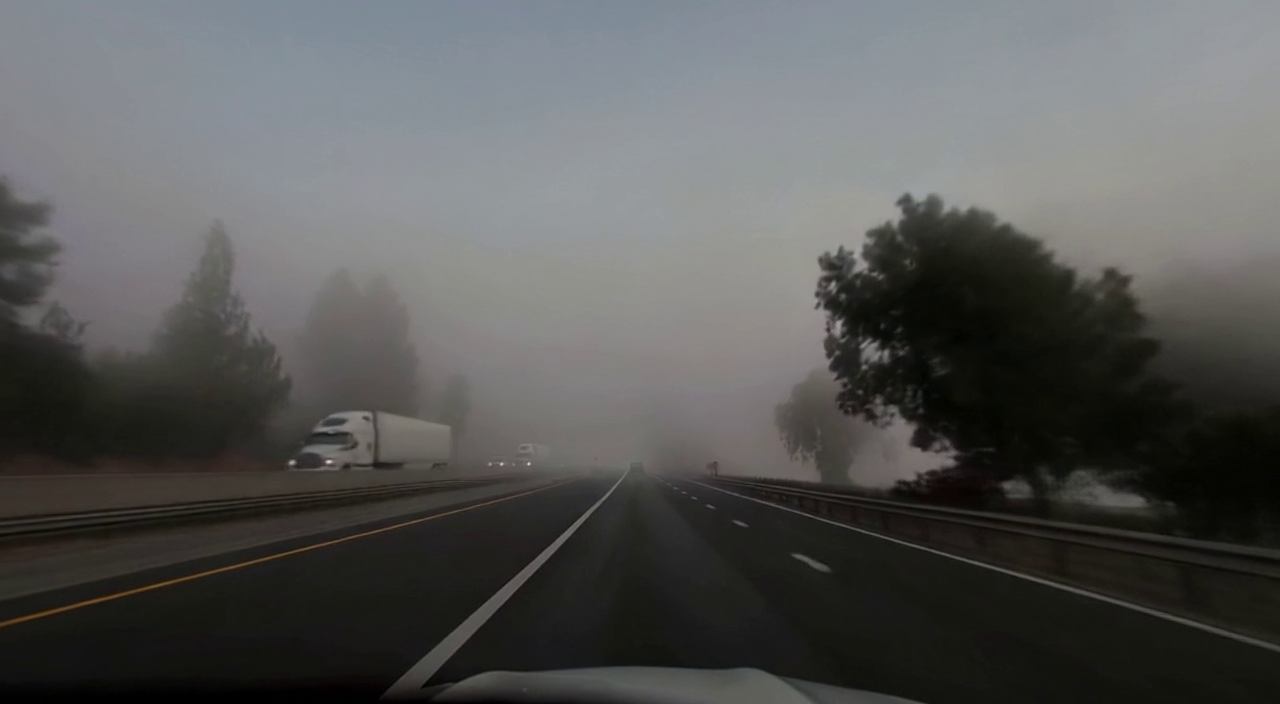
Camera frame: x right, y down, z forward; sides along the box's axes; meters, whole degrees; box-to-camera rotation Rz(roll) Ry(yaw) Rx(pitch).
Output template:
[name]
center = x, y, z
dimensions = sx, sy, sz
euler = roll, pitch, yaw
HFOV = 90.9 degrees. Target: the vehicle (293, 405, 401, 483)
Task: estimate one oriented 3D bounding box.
[vehicle]
center = -16.119, 5.256, 35.301
dimensions = 2.986, 3.926, 5.923
euler = 1, -10, 0
